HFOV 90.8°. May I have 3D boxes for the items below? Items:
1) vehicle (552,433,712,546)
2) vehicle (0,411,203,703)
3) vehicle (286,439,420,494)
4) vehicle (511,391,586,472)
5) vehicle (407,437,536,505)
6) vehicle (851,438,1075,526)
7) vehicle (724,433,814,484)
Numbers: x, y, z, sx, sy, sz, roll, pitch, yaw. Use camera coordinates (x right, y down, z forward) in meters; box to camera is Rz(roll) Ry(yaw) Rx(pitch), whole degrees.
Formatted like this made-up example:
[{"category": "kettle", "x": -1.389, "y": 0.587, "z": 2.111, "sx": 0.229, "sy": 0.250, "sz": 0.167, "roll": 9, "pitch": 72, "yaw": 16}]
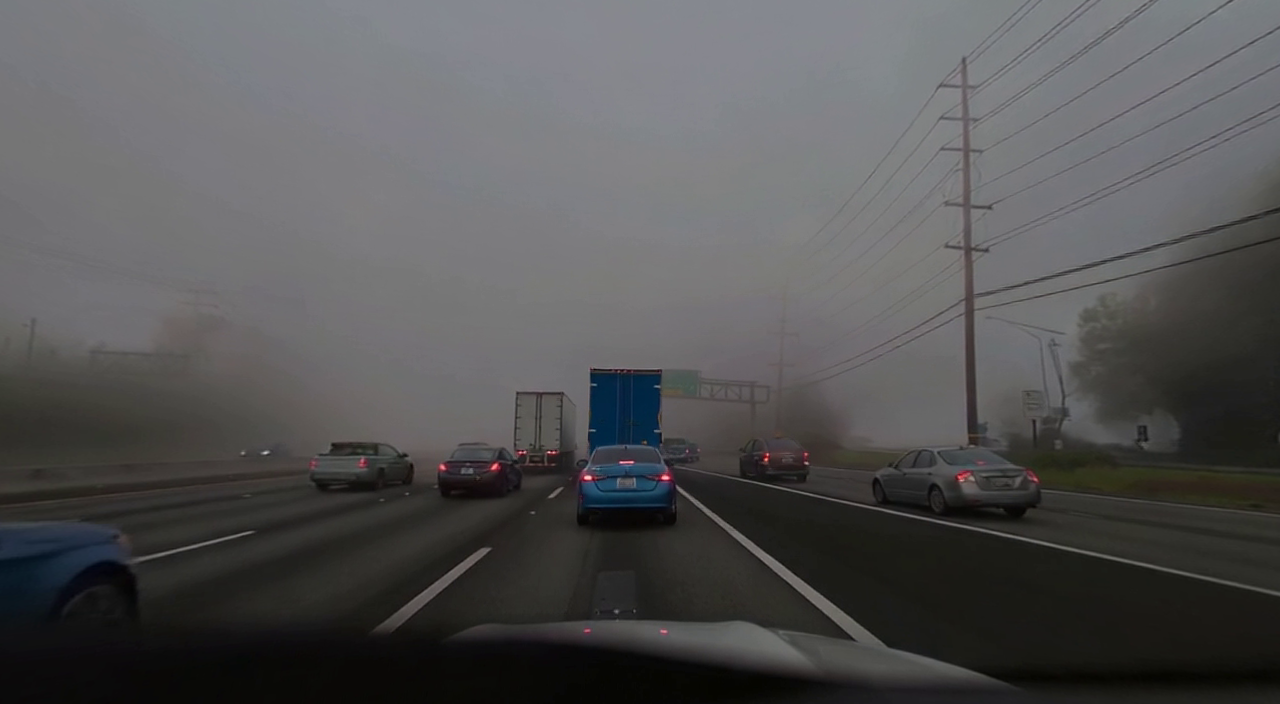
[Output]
[{"category": "vehicle", "x": -0.212, "y": 2.129, "z": 10.422, "sx": 2.112, "sy": 1.463, "sz": 4.012, "roll": 0, "pitch": -9, "yaw": -3}, {"category": "vehicle", "x": -3.819, "y": 0.786, "z": 1.435, "sx": 1.960, "sy": 1.450, "sz": 5.246, "roll": 0, "pitch": -9, "yaw": -1}, {"category": "vehicle", "x": -8.525, "y": 3.437, "z": 19.334, "sx": 2.008, "sy": 1.454, "sz": 4.693, "roll": 0, "pitch": -9, "yaw": -2}, {"category": "vehicle", "x": -5.648, "y": 5.617, "z": 42.709, "sx": 3.150, "sy": 4.298, "sz": 17.928, "roll": 0, "pitch": -9, "yaw": -2}, {"category": "vehicle", "x": -4.119, "y": 3.006, "z": 16.451, "sx": 2.090, "sy": 1.463, "sz": 4.968, "roll": 0, "pitch": -9, "yaw": -1}, {"category": "vehicle", "x": 6.015, "y": 2.443, "z": 12.469, "sx": 1.878, "sy": 1.406, "sz": 4.164, "roll": 1, "pitch": -9, "yaw": -6}, {"category": "vehicle", "x": 4.588, "y": 3.851, "z": 23.124, "sx": 2.023, "sy": 1.676, "sz": 4.002, "roll": 1, "pitch": -9, "yaw": -6}]
